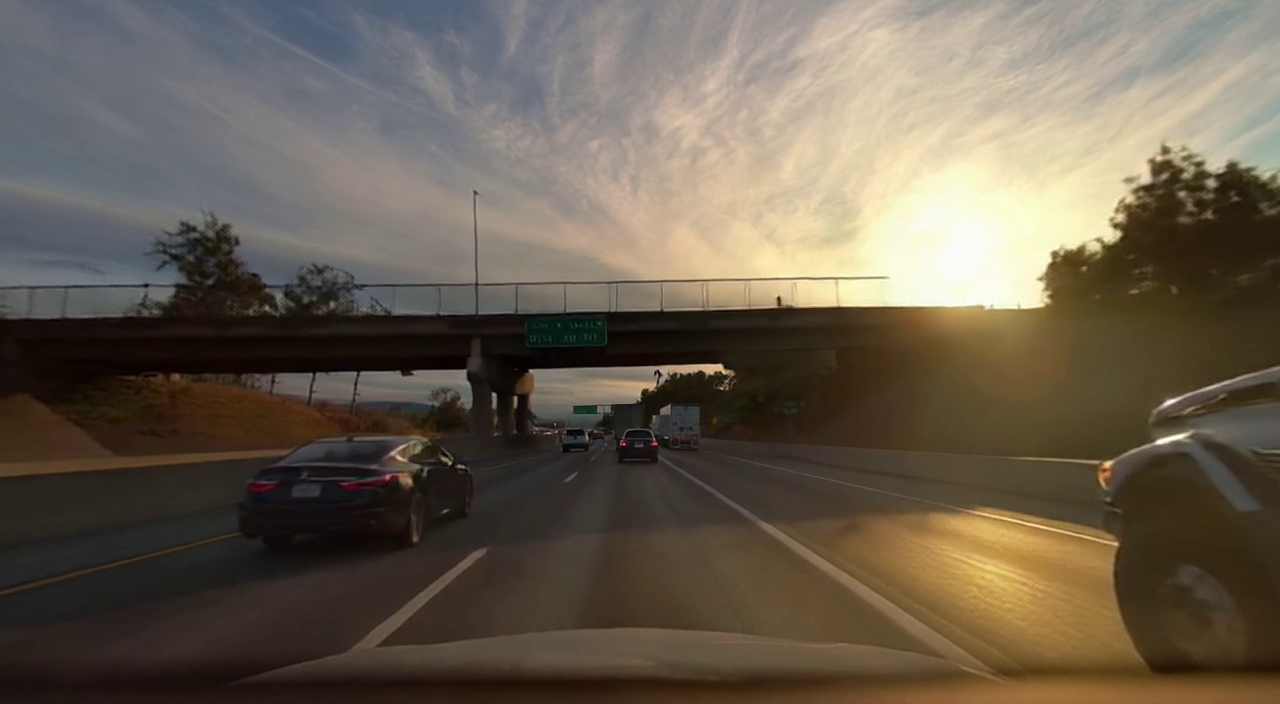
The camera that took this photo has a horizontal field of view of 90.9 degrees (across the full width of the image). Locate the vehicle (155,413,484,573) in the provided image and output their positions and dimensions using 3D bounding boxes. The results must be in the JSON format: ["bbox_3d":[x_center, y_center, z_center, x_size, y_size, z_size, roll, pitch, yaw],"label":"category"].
[{"bbox_3d":[-3.698,1.692,8.527,1.979,1.527,4.754,0,-8,-1],"label":"vehicle"}]

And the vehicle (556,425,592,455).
[{"bbox_3d":[-4.557,6.181,44.350,2.013,1.961,4.692,0,-8,0],"label":"vehicle"}]

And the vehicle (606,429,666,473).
[{"bbox_3d":[-0.174,3.677,23.678,2.059,1.522,3.693,0,-8,-1],"label":"vehicle"}]
